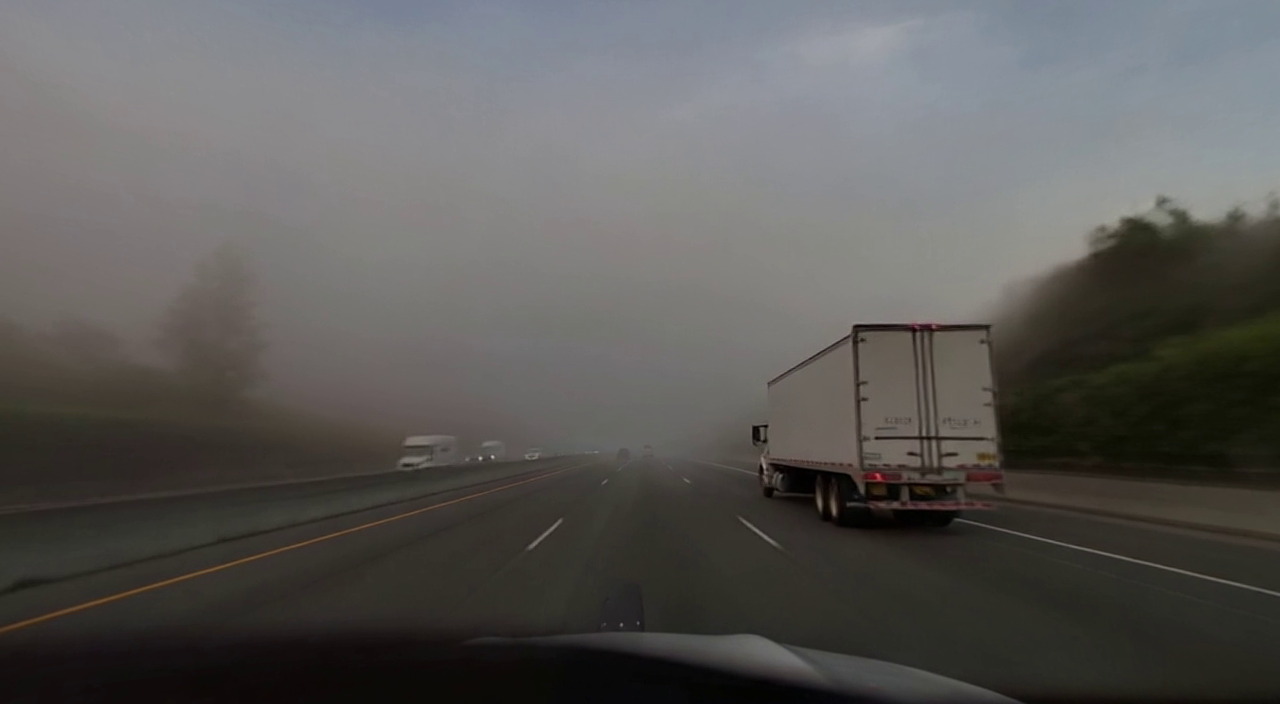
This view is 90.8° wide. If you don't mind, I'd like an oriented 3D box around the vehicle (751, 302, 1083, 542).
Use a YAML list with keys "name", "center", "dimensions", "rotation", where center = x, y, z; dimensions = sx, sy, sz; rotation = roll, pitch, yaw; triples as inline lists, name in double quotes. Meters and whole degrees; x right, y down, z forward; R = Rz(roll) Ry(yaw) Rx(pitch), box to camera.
- name: "vehicle"
  center: [4.509, 1.565, 12.788]
  dimensions: [2.771, 3.313, 8.121]
  rotation: [0, -9, -2]

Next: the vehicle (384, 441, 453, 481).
- name: "vehicle"
  center: [-14.511, 7.181, 41.758]
  dimensions: [2.265, 2.400, 6.009]
  rotation: [0, -9, 1]
